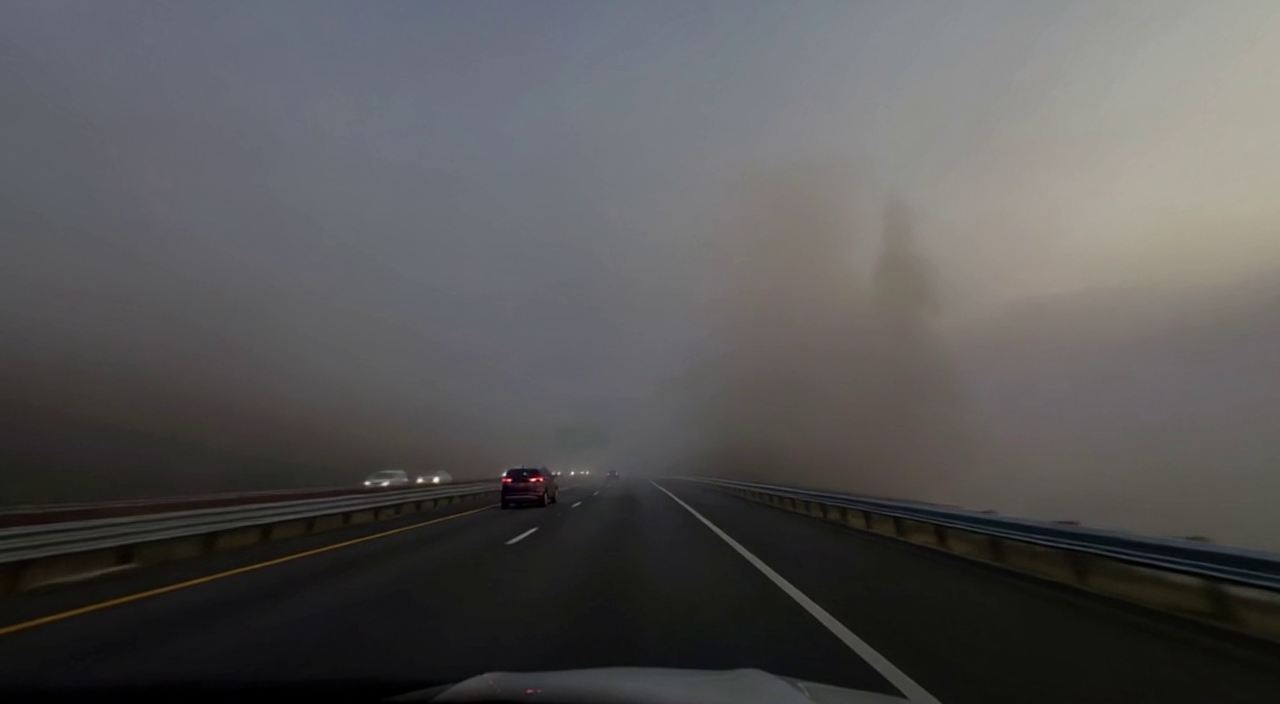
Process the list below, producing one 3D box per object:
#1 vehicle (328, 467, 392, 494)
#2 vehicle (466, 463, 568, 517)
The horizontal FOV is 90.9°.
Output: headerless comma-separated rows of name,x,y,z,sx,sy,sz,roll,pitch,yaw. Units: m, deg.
vehicle,-17.223,7.912,39.004,1.964,1.529,4.371,1,-11,0
vehicle,-3.735,4.312,20.128,2.146,1.441,5.020,1,-11,1
